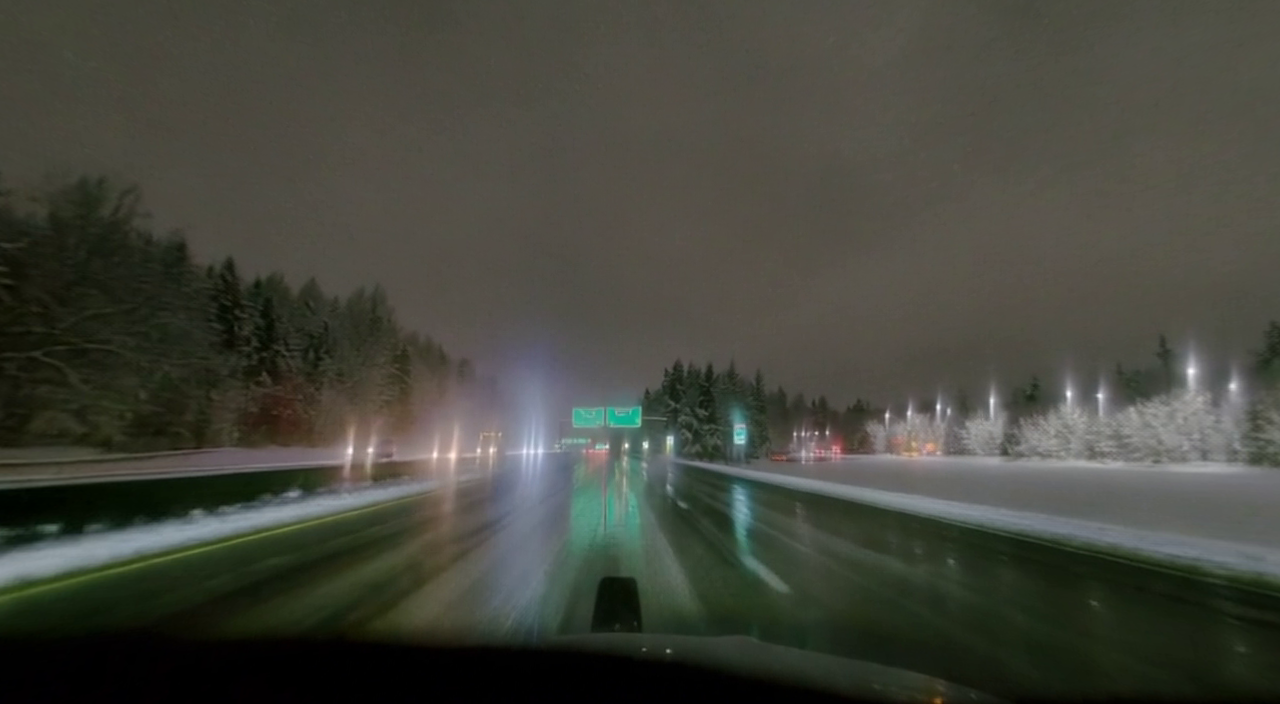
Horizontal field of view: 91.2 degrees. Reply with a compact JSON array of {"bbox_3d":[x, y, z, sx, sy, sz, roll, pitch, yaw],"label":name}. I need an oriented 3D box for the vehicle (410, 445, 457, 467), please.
[{"bbox_3d":[-14.104,7.121,43.022,1.781,1.453,4.314,0,-9,-1],"label":"vehicle"}]

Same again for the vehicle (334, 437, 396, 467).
[{"bbox_3d":[-18.421,6.711,42.272,2.040,1.860,5.052,0,-9,-2],"label":"vehicle"}]
